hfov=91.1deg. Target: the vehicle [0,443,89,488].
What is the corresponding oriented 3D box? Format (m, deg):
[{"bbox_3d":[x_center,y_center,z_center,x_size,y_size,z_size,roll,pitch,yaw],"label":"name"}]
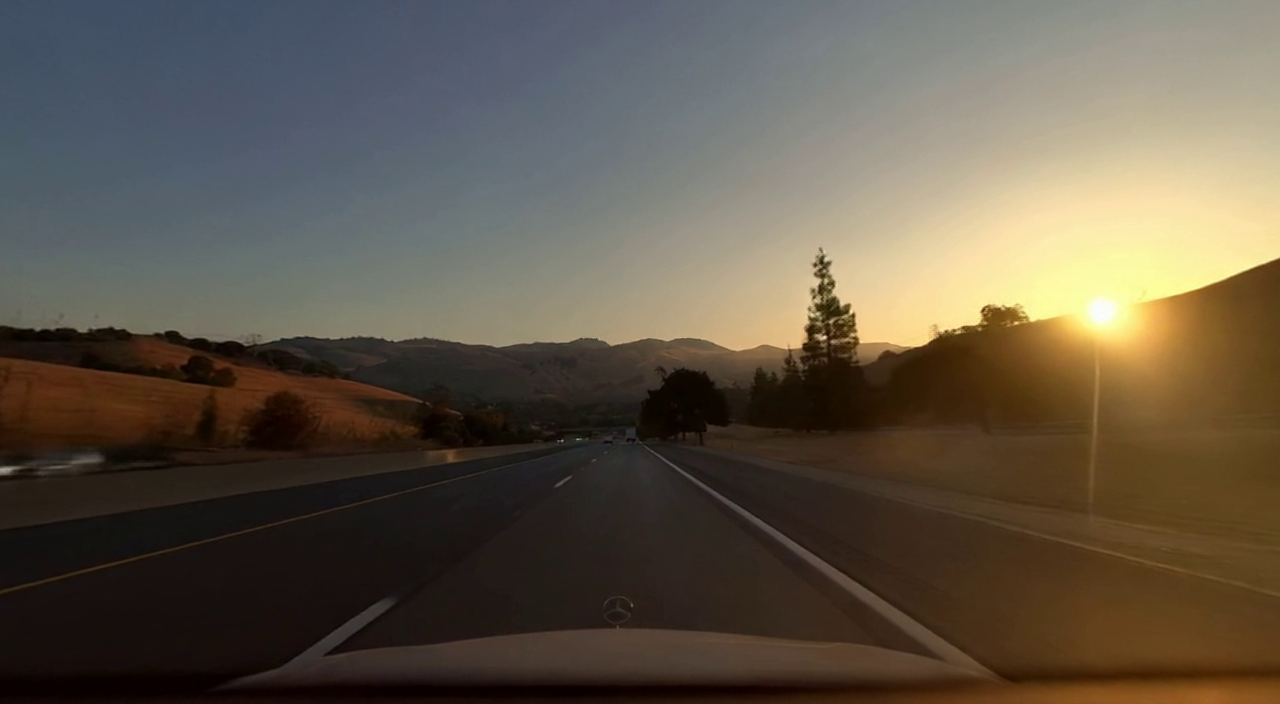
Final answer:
[{"bbox_3d":[-23.211,4.161,23.185,1.858,1.508,4.267,0,-8,0],"label":"vehicle"}]
